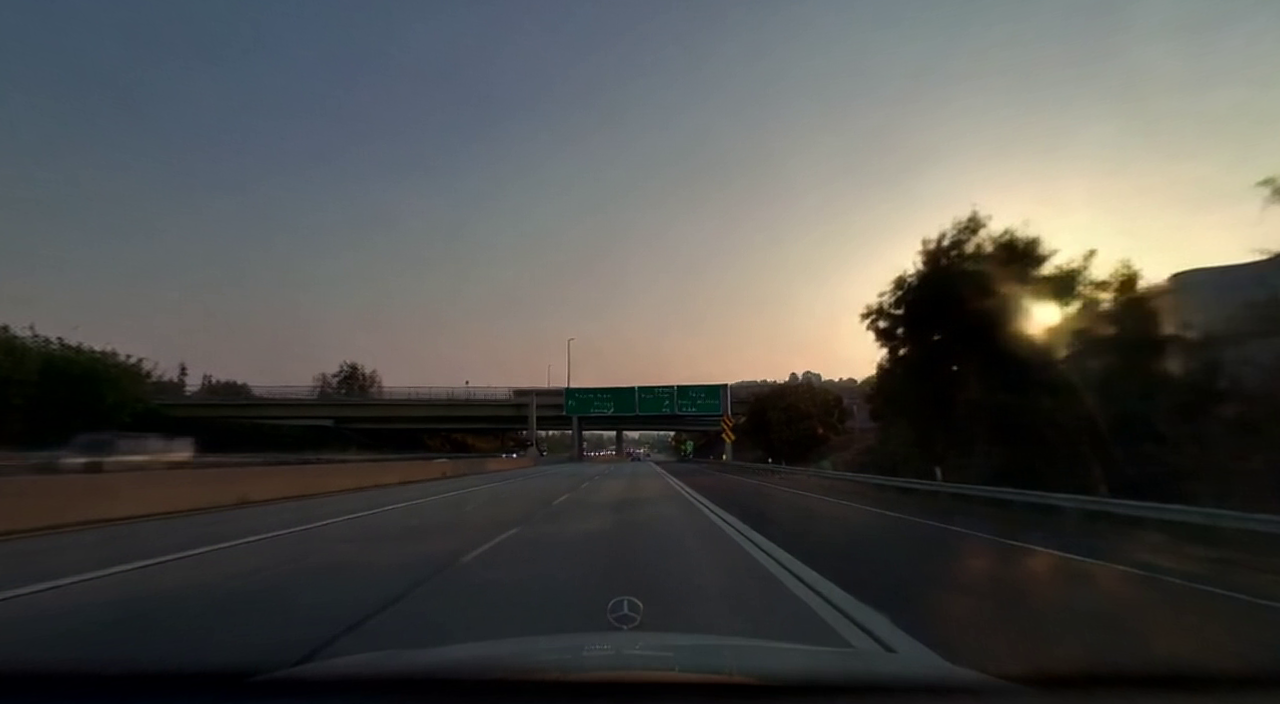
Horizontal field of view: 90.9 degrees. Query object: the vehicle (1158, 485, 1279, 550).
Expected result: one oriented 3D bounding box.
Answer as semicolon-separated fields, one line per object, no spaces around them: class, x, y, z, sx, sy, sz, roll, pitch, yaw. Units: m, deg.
vehicle;48.638;12.838;48.644;2.934;4.267;13.828;3;-9;-16
